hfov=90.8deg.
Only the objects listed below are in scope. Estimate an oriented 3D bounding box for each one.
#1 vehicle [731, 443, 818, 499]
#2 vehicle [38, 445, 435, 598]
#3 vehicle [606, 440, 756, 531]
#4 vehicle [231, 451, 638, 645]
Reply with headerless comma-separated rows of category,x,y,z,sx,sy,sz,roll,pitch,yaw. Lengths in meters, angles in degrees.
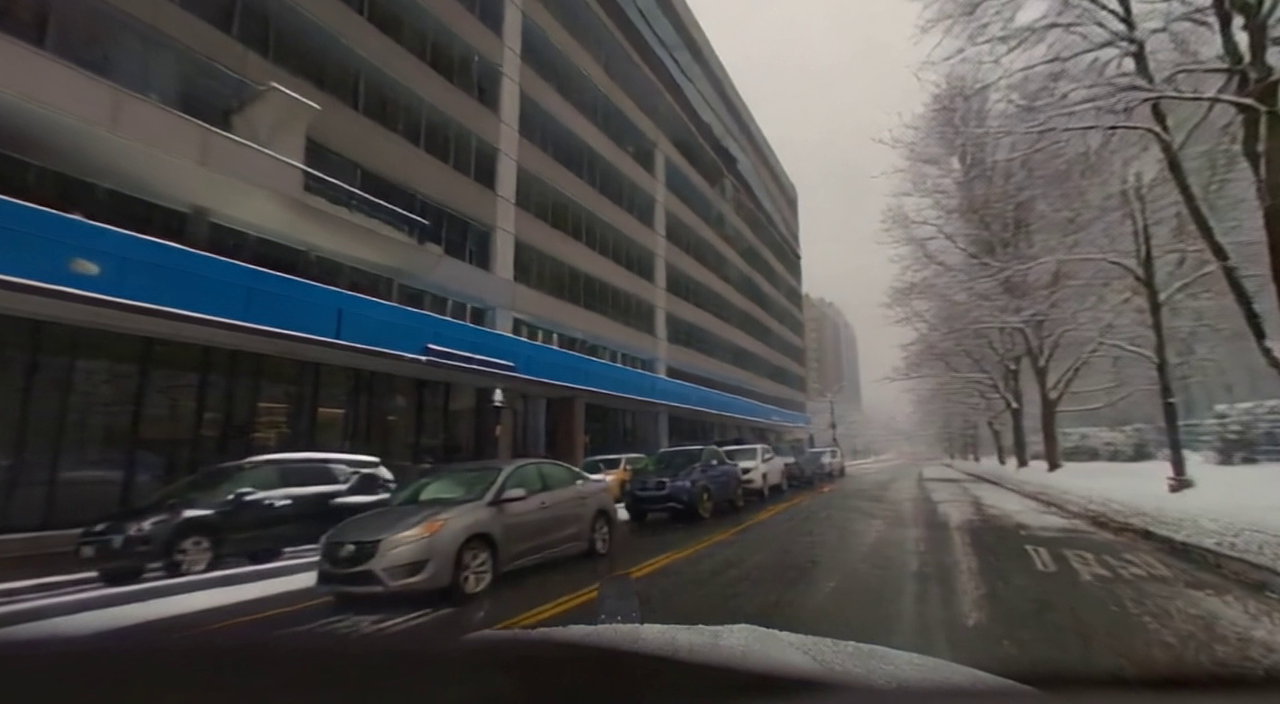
vehicle,5.127,4.367,23.619,2.225,1.848,4.472,-4,-10,24
vehicle,-6.972,2.996,12.149,2.348,2.086,6.107,-9,-12,21
vehicle,1.175,3.116,15.275,2.173,1.814,4.573,-5,-10,22
vehicle,-1.934,2.030,7.861,2.017,1.558,4.888,-4,-10,23
